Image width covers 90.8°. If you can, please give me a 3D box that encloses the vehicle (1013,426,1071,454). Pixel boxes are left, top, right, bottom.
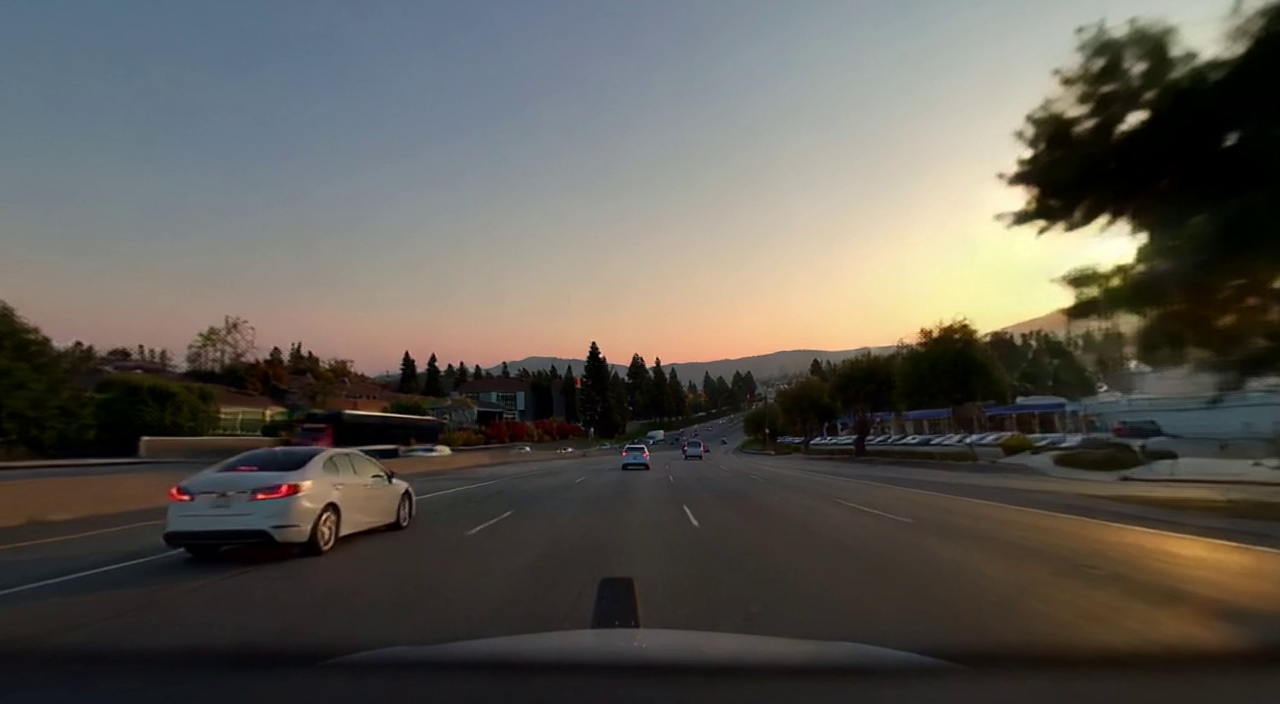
[{"bbox_3d":[27.298,5.958,42.809,4.472,1.804,2.149,7,-10,-43],"label":"vehicle"}]

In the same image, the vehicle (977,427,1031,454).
[{"bbox_3d":[25.896,6.282,44.881,4.384,1.848,2.061,7,-11,-43],"label":"vehicle"}]

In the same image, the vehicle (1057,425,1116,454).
[{"bbox_3d":[28.827,5.618,40.744,4.690,1.731,2.065,7,-8,-42],"label":"vehicle"}]

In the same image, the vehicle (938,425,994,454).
[{"bbox_3d":[24.125,6.453,46.647,4.718,1.998,2.027,7,-11,-42],"label":"vehicle"}]

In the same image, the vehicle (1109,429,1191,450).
[{"bbox_3d":[38.115,6.571,47.261,4.372,1.479,1.754,-2,-8,7],"label":"vehicle"}]

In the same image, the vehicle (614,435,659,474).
[{"bbox_3d":[-0.115,5.411,33.595,2.155,1.856,4.796,-1,-8,2],"label":"vehicle"}]

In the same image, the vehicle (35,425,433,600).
[{"bbox_3d":[-4.282,1.725,7.818,1.907,1.483,4.562,-1,-8,0],"label":"vehicle"}]
